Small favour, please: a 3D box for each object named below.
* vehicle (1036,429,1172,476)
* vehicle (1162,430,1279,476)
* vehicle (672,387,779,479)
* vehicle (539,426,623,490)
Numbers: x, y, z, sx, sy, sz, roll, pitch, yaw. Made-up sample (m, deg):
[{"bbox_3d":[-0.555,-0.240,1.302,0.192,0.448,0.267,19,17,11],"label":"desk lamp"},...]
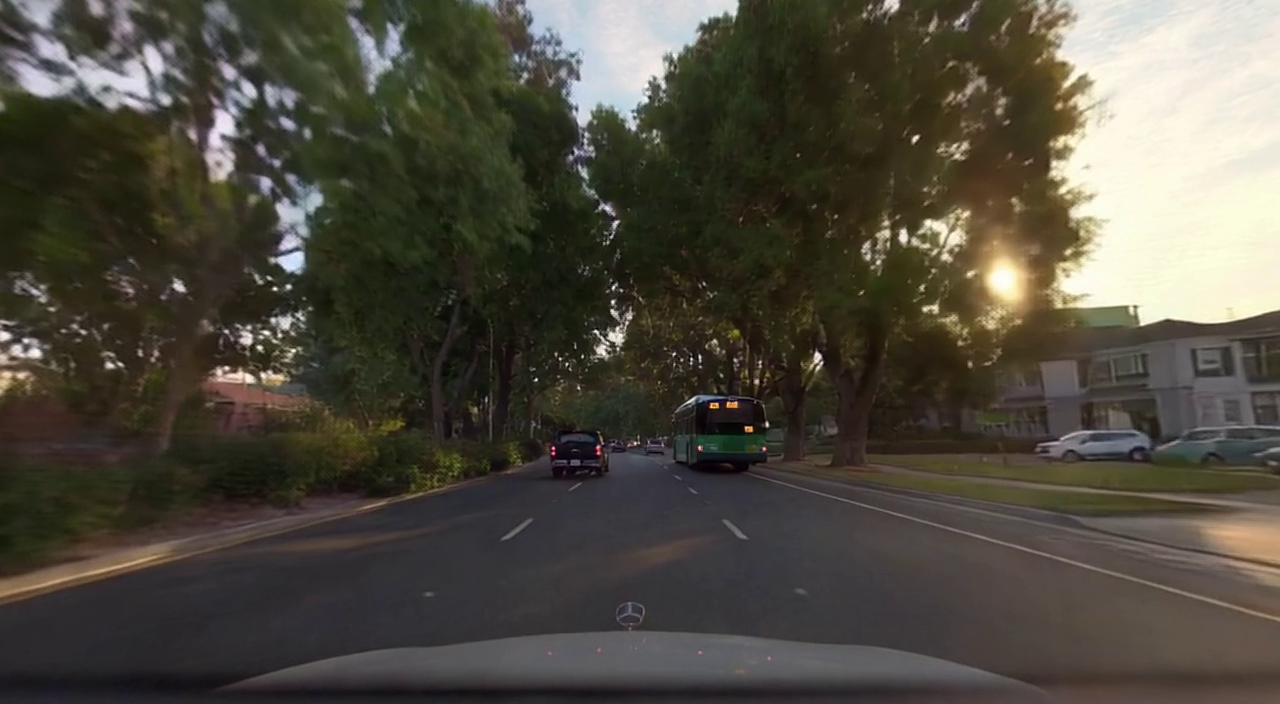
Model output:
[{"bbox_3d":[16.609,3.660,22.885,1.797,1.455,4.342,-2,-9,3],"label":"vehicle"},{"bbox_3d":[21.925,3.644,22.970,1.905,1.481,4.731,-1,-9,4],"label":"vehicle"},{"bbox_3d":[3.359,3.821,28.819,3.059,3.264,12.623,0,-8,0],"label":"vehicle"},{"bbox_3d":[-1.802,3.491,21.095,2.074,1.849,5.137,0,-8,3],"label":"vehicle"}]
